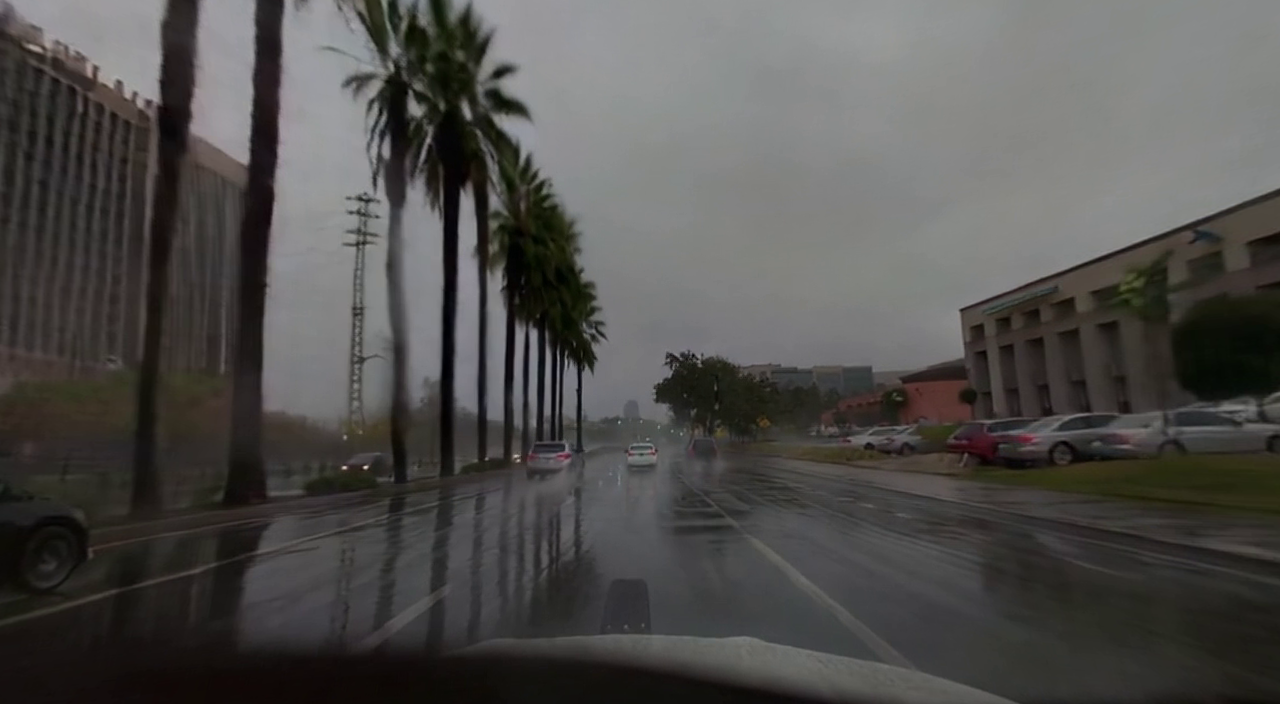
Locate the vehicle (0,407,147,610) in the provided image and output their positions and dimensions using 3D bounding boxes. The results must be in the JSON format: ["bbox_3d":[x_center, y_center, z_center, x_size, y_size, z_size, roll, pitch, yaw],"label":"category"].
[{"bbox_3d":[-6.540,1.243,4.677,2.030,1.730,4.506,-1,-8,1],"label":"vehicle"}]

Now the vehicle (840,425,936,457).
[{"bbox_3d":[12.276,4.417,31.180,4.378,1.463,1.824,4,-9,-23],"label":"vehicle"}]

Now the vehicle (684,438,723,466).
[{"bbox_3d":[4.152,6.632,41.910,2.108,1.785,4.334,0,-8,-1],"label":"vehicle"}]

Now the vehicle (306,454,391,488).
[{"bbox_3d":[-14.157,5.787,30.950,1.923,1.454,4.520,-1,-9,1],"label":"vehicle"}]

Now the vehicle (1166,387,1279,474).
[{"bbox_3d":[12.690,1.542,12.353,4.749,1.457,1.806,3,-11,-28],"label":"vehicle"}]

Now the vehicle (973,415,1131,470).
[{"bbox_3d":[12.074,2.650,18.454,4.284,1.450,1.927,4,-10,-28],"label":"vehicle"}]

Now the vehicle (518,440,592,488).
[{"bbox_3d":[-2.901,3.914,22.406,1.908,1.505,4.369,-1,-8,2],"label":"vehicle"}]

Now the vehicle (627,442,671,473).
[{"bbox_3d":[0.464,5.518,33.262,2.147,1.507,3.953,0,-8,1],"label":"vehicle"}]
